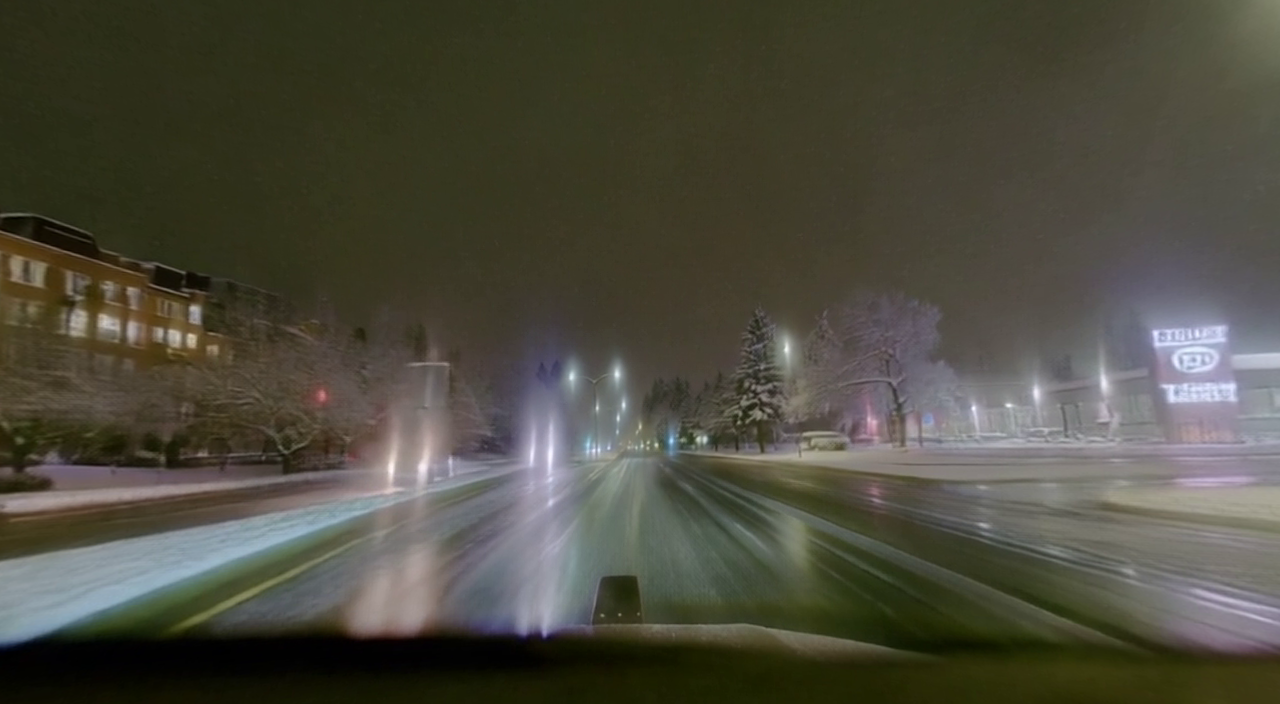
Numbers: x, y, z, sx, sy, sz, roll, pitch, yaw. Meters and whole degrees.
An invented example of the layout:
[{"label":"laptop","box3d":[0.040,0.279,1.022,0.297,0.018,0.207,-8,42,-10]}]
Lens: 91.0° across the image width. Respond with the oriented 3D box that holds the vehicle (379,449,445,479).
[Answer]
[{"label":"vehicle","box3d":[-12.269,6.026,34.147,1.921,1.490,4.242,0,-9,0]}]
